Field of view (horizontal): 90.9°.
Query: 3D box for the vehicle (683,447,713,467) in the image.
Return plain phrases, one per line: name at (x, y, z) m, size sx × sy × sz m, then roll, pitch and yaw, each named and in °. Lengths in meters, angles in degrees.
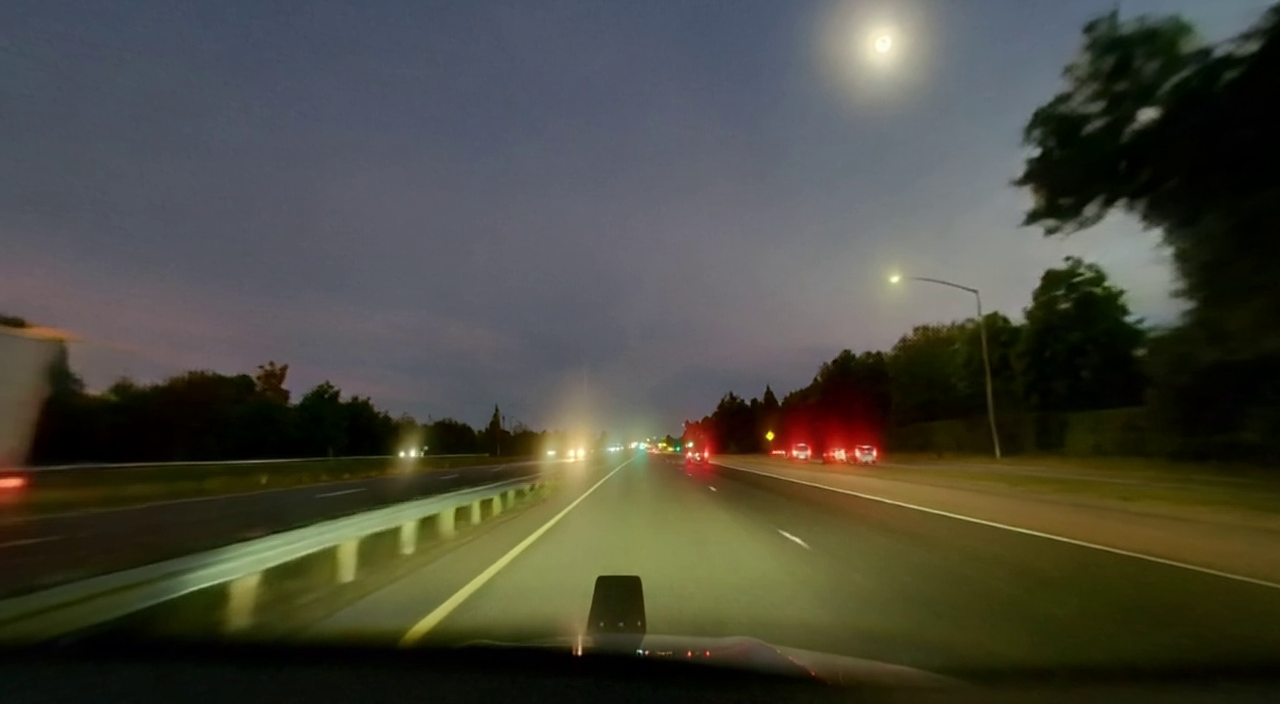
vehicle at (4.564, 8.292, 49.958) m, size 1.984 × 1.481 × 4.376 m, roll 0°, pitch -8°, yaw 0°
